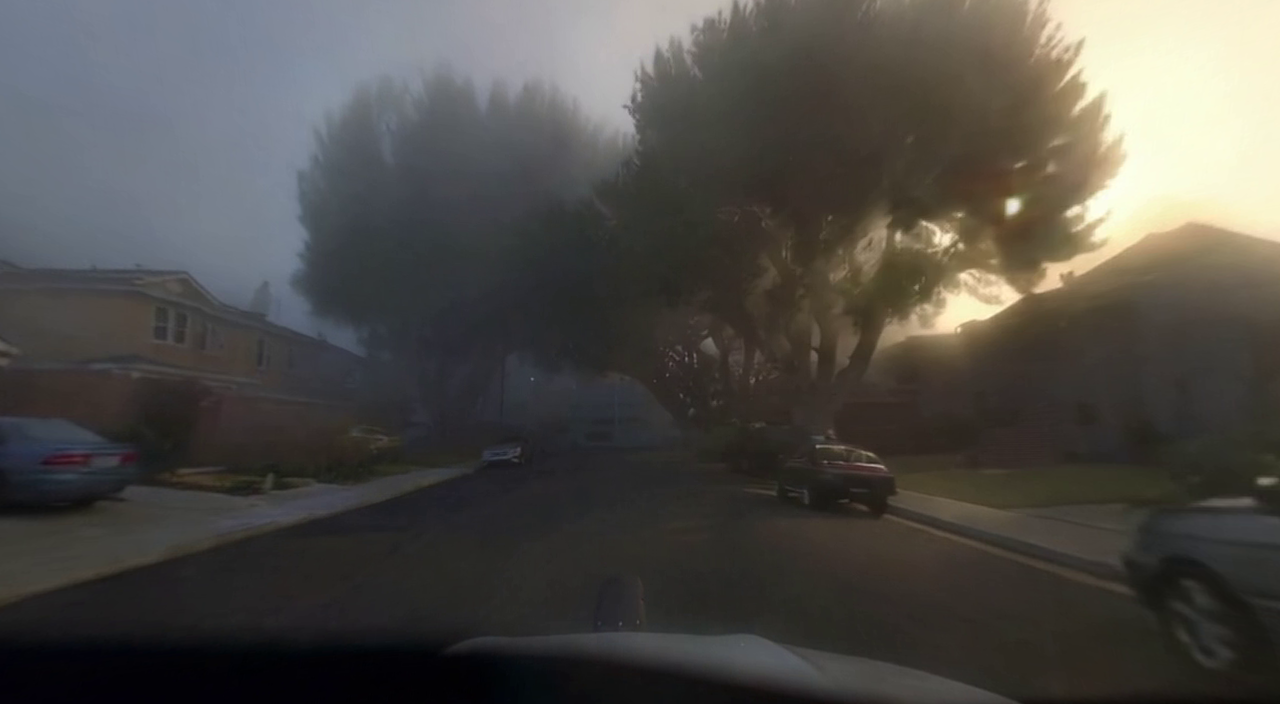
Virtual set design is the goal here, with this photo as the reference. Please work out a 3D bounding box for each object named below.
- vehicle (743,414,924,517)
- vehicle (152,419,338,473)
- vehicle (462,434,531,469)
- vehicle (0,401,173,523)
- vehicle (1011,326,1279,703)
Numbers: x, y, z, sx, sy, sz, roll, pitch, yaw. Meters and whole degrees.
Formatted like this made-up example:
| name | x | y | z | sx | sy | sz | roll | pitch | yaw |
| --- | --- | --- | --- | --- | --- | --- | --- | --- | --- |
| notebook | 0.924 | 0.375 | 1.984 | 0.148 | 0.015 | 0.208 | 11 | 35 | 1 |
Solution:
| name | x | y | z | sx | sy | sz | roll | pitch | yaw |
| --- | --- | --- | --- | --- | --- | --- | --- | --- | --- |
| vehicle | 3.919 | 2.398 | 14.018 | 2.235 | 1.829 | 5.194 | 0 | -8 | -1 |
| vehicle | -11.780 | 2.843 | 19.082 | 4.221 | 1.508 | 2.032 | 0 | -8 | -1 |
| vehicle | -6.757 | 4.593 | 29.259 | 2.236 | 1.459 | 4.832 | 3 | -9 | -23 |
| vehicle | -9.920 | 1.565 | 9.161 | 4.672 | 1.540 | 2.079 | -1 | -8 | 2 |
| vehicle | 3.924 | 0.747 | 2.323 | 2.166 | 1.842 | 4.644 | 0 | -7 | -2 |
